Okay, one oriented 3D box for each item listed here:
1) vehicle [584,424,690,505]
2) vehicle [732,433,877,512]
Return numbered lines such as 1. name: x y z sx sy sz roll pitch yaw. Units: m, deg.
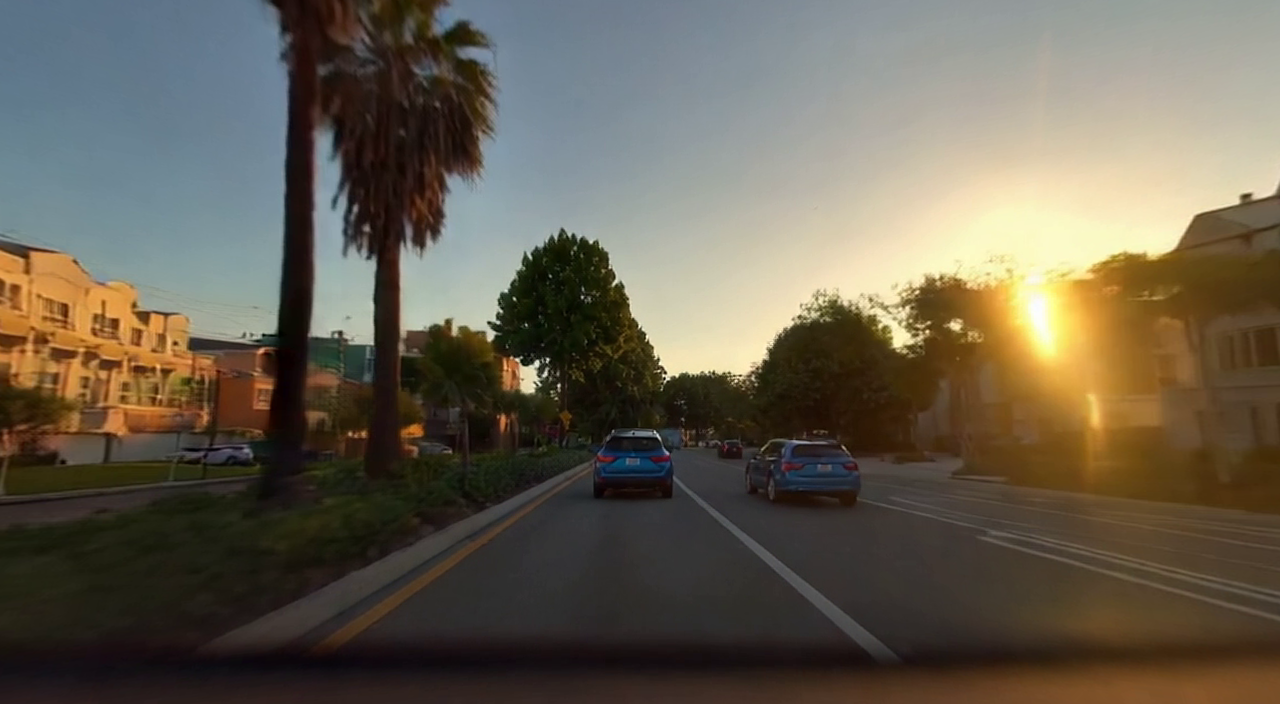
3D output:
1. vehicle: -0.097 2.689 15.534 2.239 1.693 4.301 0 -8 -1
2. vehicle: 3.471 2.629 14.343 1.941 1.472 4.570 0 -8 -2
